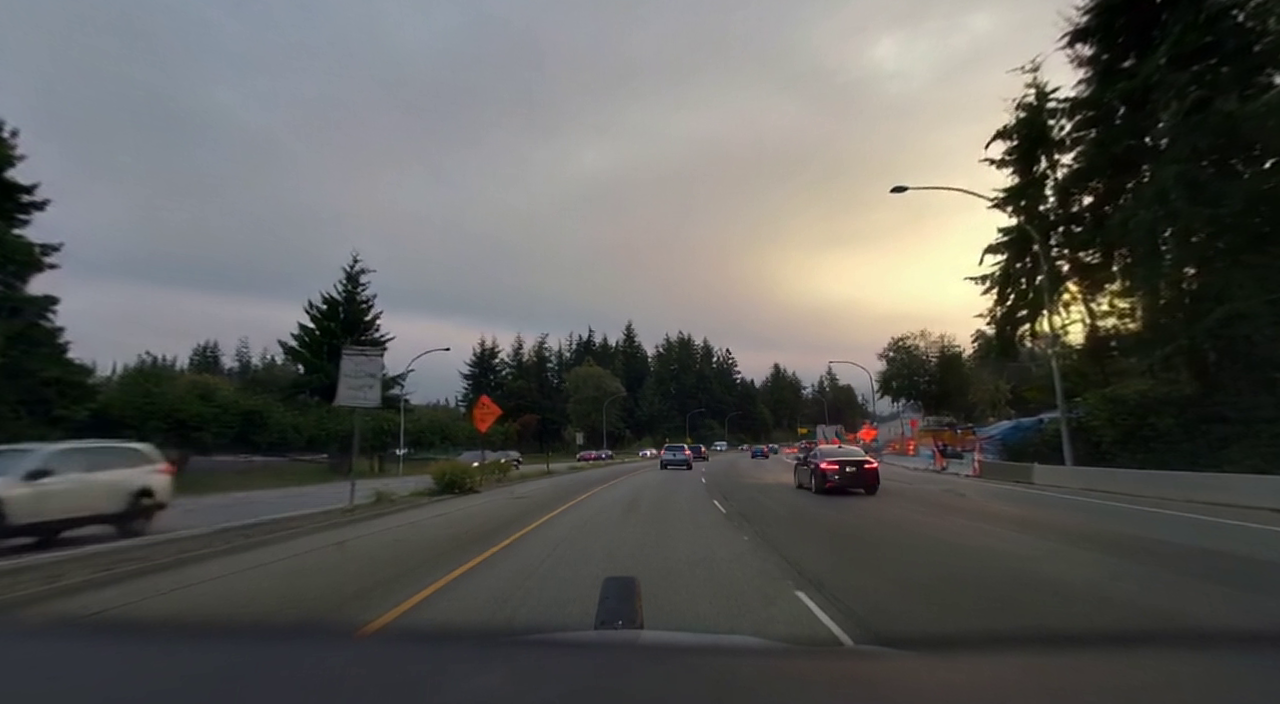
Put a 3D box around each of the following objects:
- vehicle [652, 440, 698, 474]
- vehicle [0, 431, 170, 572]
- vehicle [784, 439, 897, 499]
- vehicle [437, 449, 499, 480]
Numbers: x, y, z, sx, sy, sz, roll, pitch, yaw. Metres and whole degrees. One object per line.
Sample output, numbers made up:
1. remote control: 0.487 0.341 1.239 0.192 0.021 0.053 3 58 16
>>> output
1. vehicle: 1.960 5.611 33.837 2.201 1.676 4.541 -1 -9 6
2. vehicle: -9.186 1.977 8.507 2.151 1.770 4.512 0 -9 1
3. vehicle: 5.511 3.262 17.999 2.044 1.474 4.083 -1 -9 3
4. vehicle: -10.126 6.636 37.491 2.032 1.657 4.271 -1 -9 7
